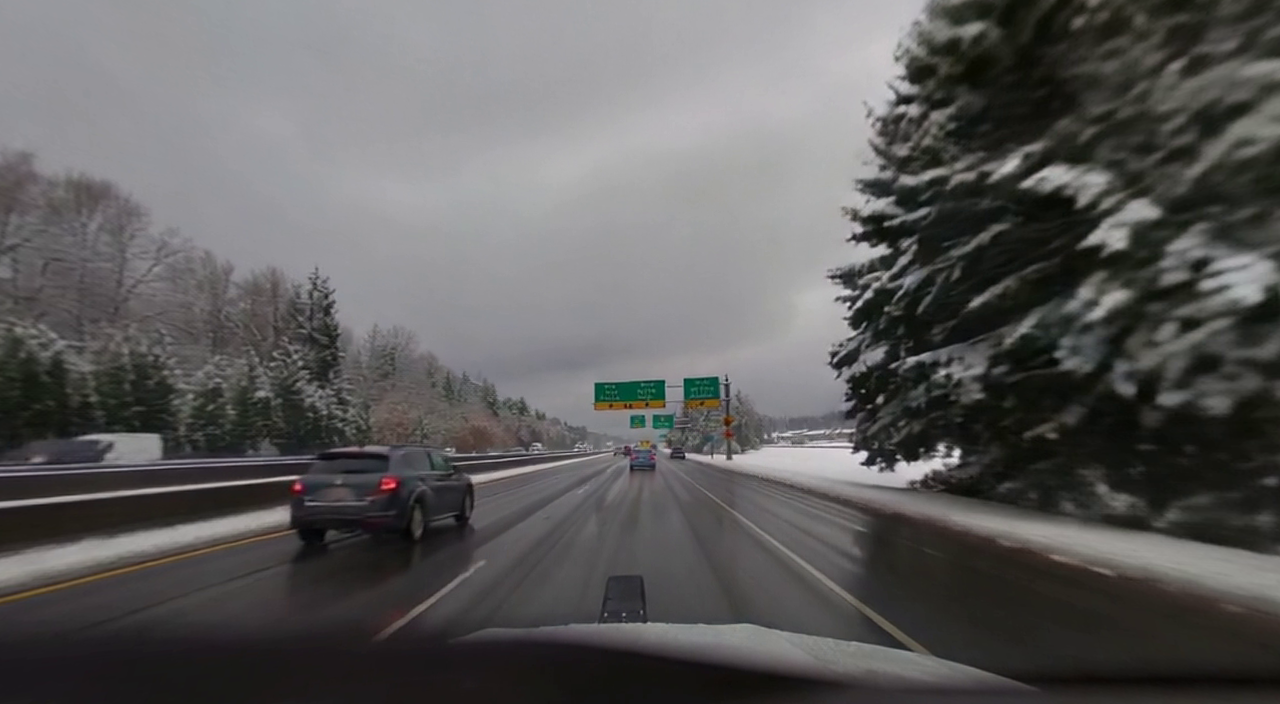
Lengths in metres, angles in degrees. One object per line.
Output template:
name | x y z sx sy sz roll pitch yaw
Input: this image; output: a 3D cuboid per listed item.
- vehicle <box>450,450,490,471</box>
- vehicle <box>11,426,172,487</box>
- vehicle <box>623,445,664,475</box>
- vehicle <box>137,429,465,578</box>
vehicle | -12.374 7.888 46.127 1.787 1.447 3.776 -1 -9 1
vehicle | -27.100 5.206 31.584 2.515 2.725 6.031 0 -9 0
vehicle | 0.174 5.504 32.257 1.960 1.456 3.818 0 -9 0
vehicle | -4.200 1.952 8.937 2.081 1.534 4.543 0 -9 1
